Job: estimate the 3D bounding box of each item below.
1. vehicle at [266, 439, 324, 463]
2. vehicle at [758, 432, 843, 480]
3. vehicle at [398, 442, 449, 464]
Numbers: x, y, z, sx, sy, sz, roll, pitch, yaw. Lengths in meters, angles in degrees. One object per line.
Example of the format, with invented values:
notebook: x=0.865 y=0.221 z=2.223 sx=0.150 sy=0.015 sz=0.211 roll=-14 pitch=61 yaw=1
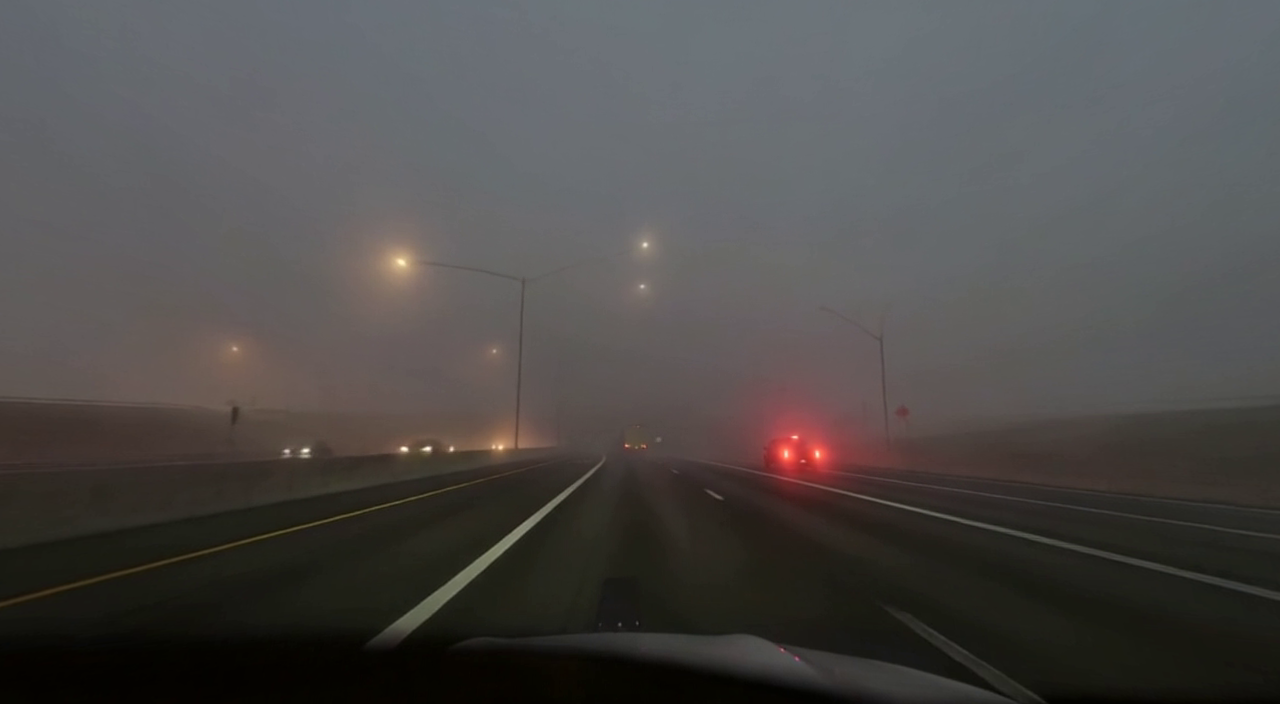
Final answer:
vehicle: x=-26.587 y=7.622 z=48.819 sx=1.983 sy=1.735 sz=4.547 roll=0 pitch=-8 yaw=-2
vehicle: x=6.357 y=4.172 z=25.588 sx=2.104 sy=1.723 sz=4.538 roll=0 pitch=-8 yaw=-2
vehicle: x=-15.070 y=7.021 z=44.196 sx=2.077 sy=1.452 sz=4.572 roll=0 pitch=-8 yaw=-2
